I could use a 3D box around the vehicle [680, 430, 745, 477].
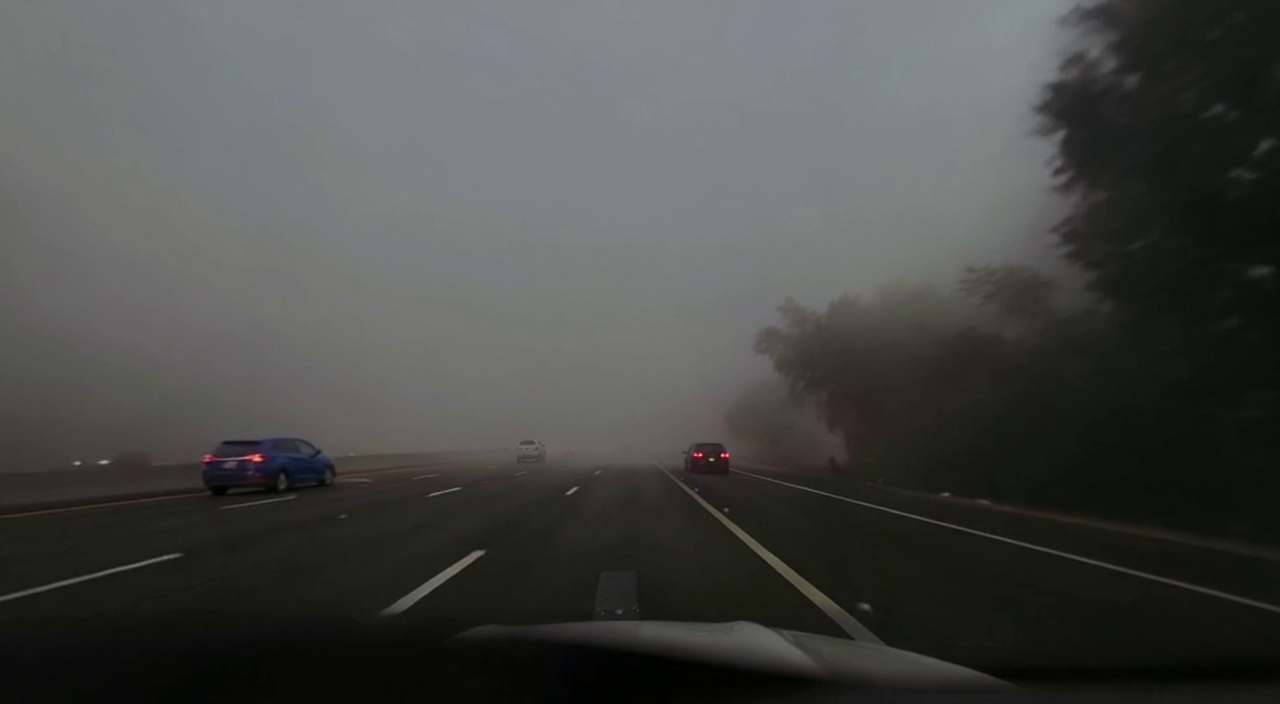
[{"bbox_3d":[3.085,4.445,27.810,2.184,1.892,4.763,0,-8,-2],"label":"vehicle"}]

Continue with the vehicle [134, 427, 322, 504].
[{"bbox_3d":[-11.291,3.130,17.814,2.137,1.873,4.687,0,-8,0],"label":"vehicle"}]

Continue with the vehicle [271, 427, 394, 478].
[{"bbox_3d":[-14.916,4.941,31.219,2.736,2.262,6.533,0,-8,0],"label":"vehicle"}]
